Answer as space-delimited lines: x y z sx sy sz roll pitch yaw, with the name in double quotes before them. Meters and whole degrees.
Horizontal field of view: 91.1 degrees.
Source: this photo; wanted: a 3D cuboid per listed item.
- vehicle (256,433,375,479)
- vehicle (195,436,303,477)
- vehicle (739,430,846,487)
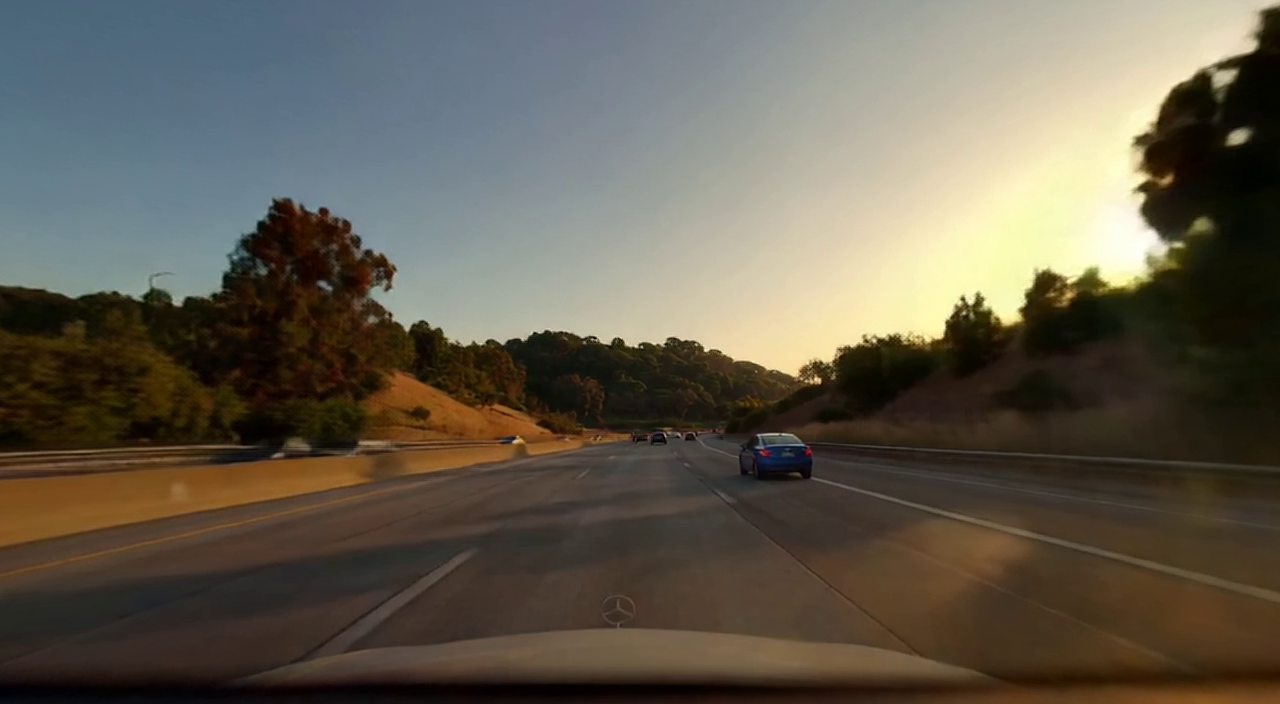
"vehicle" -12.213 3.912 24.077 2.044 1.555 4.799 0 -8 -1
"vehicle" -15.619 4.156 25.394 1.824 1.478 3.873 0 -8 1
"vehicle" 4.305 3.065 18.501 1.982 1.452 4.294 0 -8 -1
